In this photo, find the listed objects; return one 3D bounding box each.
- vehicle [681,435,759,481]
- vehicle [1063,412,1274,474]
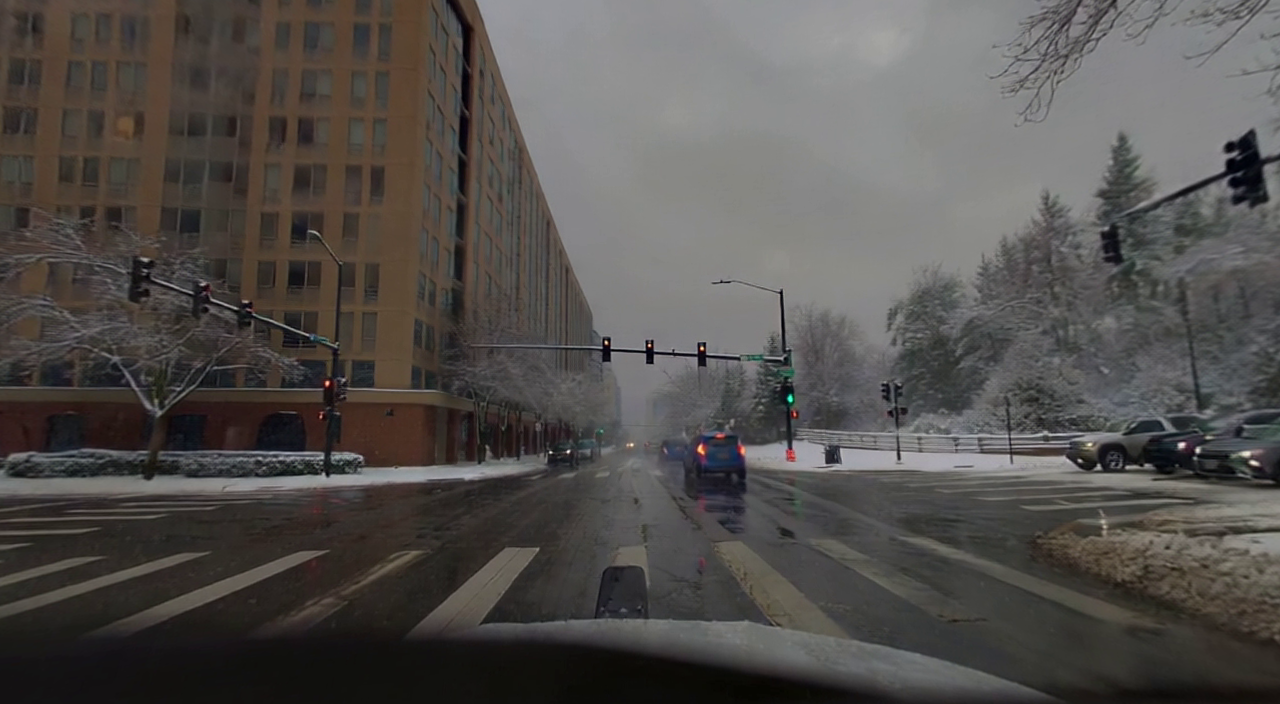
[{"bbox_3d":[2.741,3.767,22.747,2.039,1.470,4.355,0,-8,-3],"label":"vehicle"},{"bbox_3d":[16.917,2.944,20.411,4.802,1.860,2.146,0,-8,1],"label":"vehicle"}]
